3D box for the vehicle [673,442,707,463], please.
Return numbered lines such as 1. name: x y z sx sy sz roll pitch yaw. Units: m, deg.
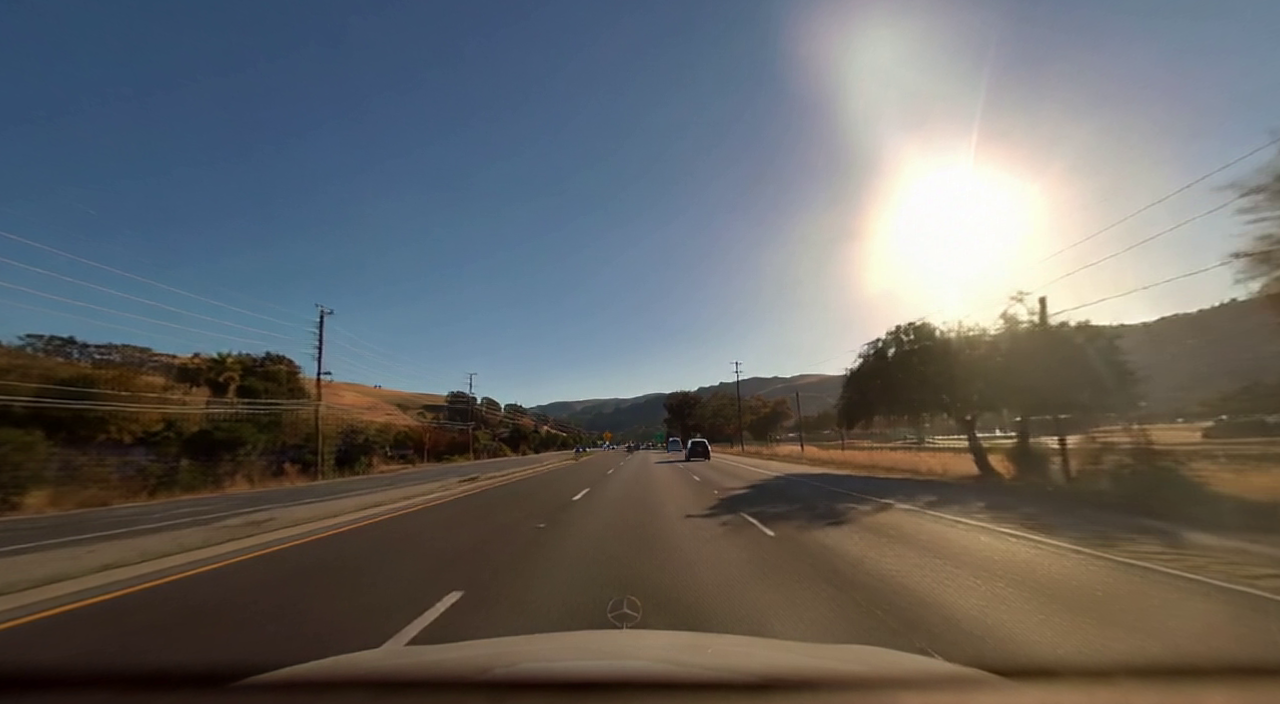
1. vehicle: 3.712 7.561 47.644 2.148 1.538 4.430 0 -8 0
